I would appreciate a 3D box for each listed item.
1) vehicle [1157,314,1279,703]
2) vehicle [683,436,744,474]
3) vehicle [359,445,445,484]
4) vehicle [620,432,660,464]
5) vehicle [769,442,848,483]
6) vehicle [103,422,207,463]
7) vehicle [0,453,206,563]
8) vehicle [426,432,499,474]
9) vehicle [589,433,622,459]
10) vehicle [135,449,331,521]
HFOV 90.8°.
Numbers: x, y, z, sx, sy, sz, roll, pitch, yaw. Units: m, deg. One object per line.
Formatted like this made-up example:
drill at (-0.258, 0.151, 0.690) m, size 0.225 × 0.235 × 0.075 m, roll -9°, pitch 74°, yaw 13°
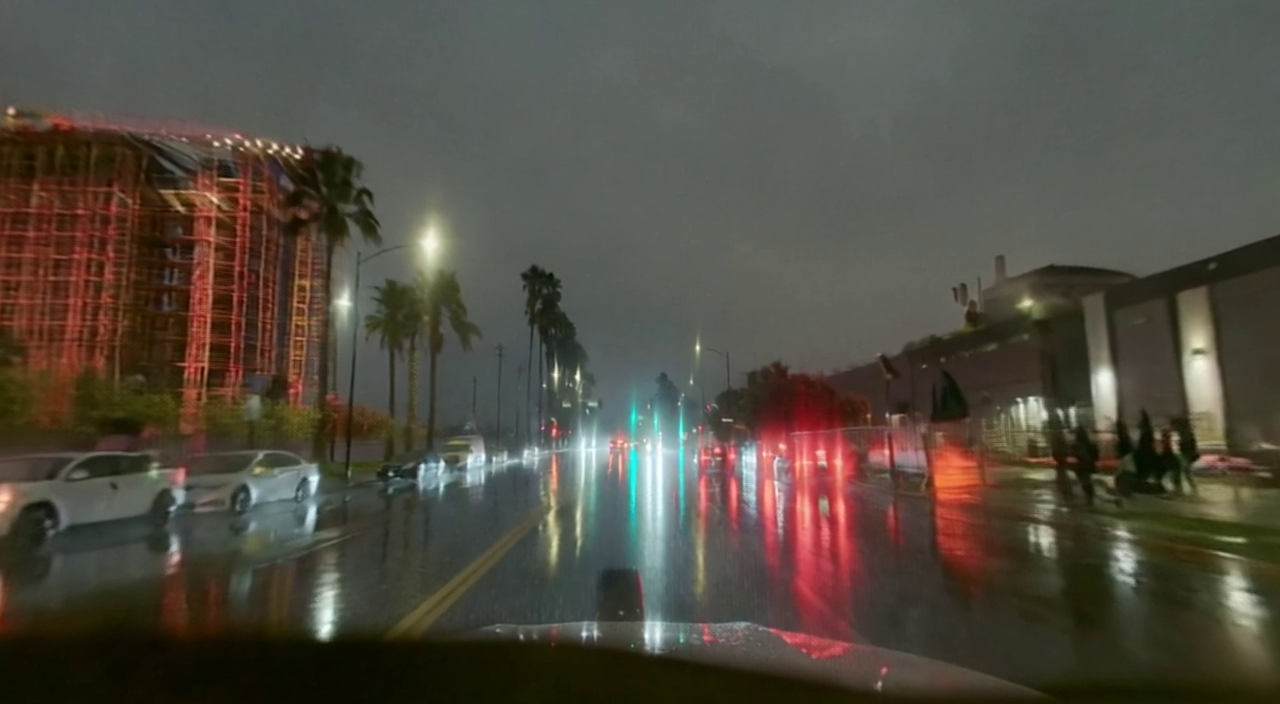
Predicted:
vehicle at (3.044, 0.462, 0.247) m, size 1.953 × 1.687 × 4.344 m, roll 0°, pitch -8°, yaw 0°
vehicle at (3.091, 4.426, 27.234) m, size 1.999 × 1.487 × 3.939 m, roll 0°, pitch -8°, yaw -2°
vehicle at (-9.942, 4.720, 26.853) m, size 1.804 × 1.478 × 4.734 m, roll 0°, pitch -8°, yaw 0°
vehicle at (0.009, 5.715, 37.704) m, size 2.264 × 1.798 × 4.258 m, roll 0°, pitch -8°, yaw 0°
vehicle at (6.460, 4.259, 24.752) m, size 1.819 × 1.435 × 4.337 m, roll 0°, pitch -8°, yaw -1°
vehicle at (-20.093, 3.775, 26.181) m, size 3.575 × 1.571 × 1.912 m, roll -5°, pitch -9°, yaw 26°
vehicle at (-9.723, 2.457, 10.602) m, size 1.826 × 1.445 × 4.325 m, roll 0°, pitch -8°, yaw 0°
vehicle at (-9.996, 5.806, 36.147) m, size 2.294 × 1.948 × 6.025 m, roll -6°, pitch -10°, yaw 0°
vehicle at (-2.611, 7.270, 48.930) m, size 2.180 × 1.879 × 4.452 m, roll 0°, pitch -8°, yaw 1°
vehicle at (-9.669, 3.136, 15.575) m, size 1.821 × 1.448 × 4.591 m, roll 0°, pitch -8°, yaw -1°
